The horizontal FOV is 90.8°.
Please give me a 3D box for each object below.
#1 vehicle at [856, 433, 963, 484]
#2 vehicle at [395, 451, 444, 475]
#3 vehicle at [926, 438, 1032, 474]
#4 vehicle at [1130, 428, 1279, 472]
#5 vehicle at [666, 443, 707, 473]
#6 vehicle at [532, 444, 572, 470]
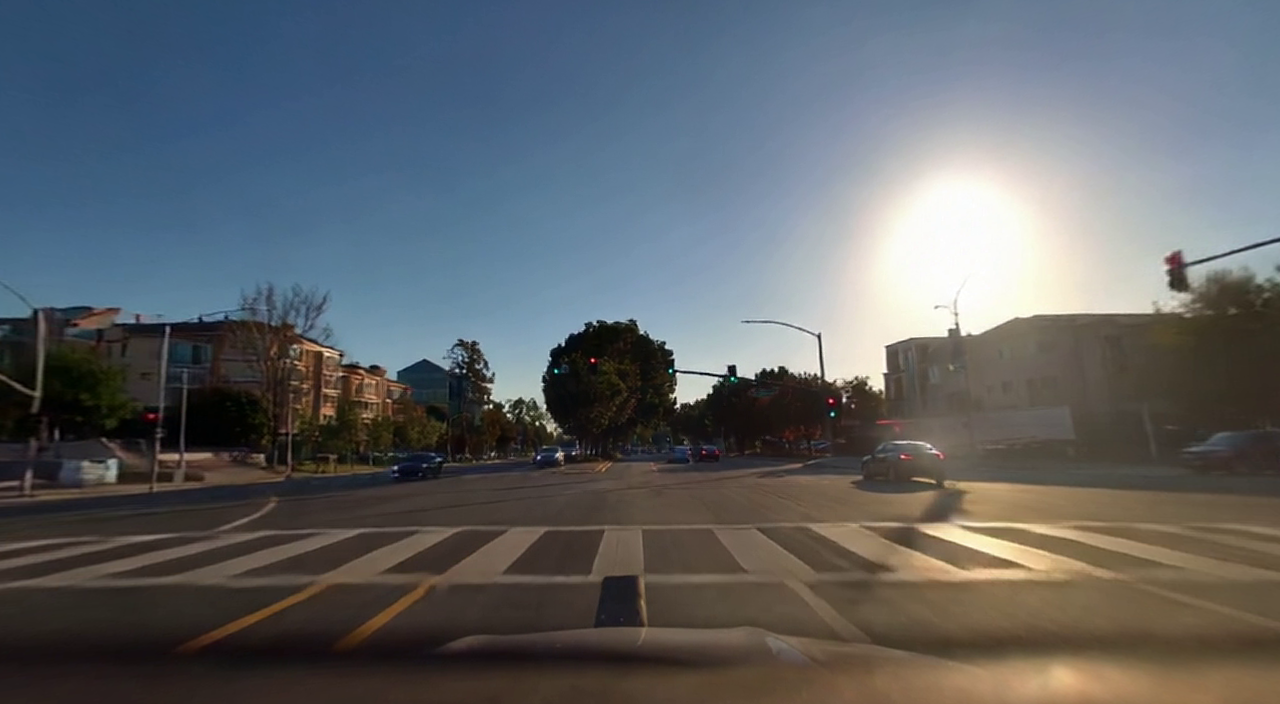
[{"bbox_3d":[9.468,3.766,22.615,1.798,1.621,4.304,0,-9,-2],"label":"vehicle"},{"bbox_3d":[-16.248,8.157,46.770,2.000,1.602,4.626,0,-9,0],"label":"vehicle"},{"bbox_3d":[18.843,5.805,35.380,4.805,1.619,1.994,-7,-9,19],"label":"vehicle"},{"bbox_3d":[22.778,3.918,25.324,4.475,1.682,2.044,0,-9,0],"label":"vehicle"},{"bbox_3d":[2.580,6.003,35.994,1.917,1.538,4.259,0,-9,-2],"label":"vehicle"},{"bbox_3d":[-5.864,7.025,42.525,1.986,1.502,4.224,-4,-8,0],"label":"vehicle"}]
